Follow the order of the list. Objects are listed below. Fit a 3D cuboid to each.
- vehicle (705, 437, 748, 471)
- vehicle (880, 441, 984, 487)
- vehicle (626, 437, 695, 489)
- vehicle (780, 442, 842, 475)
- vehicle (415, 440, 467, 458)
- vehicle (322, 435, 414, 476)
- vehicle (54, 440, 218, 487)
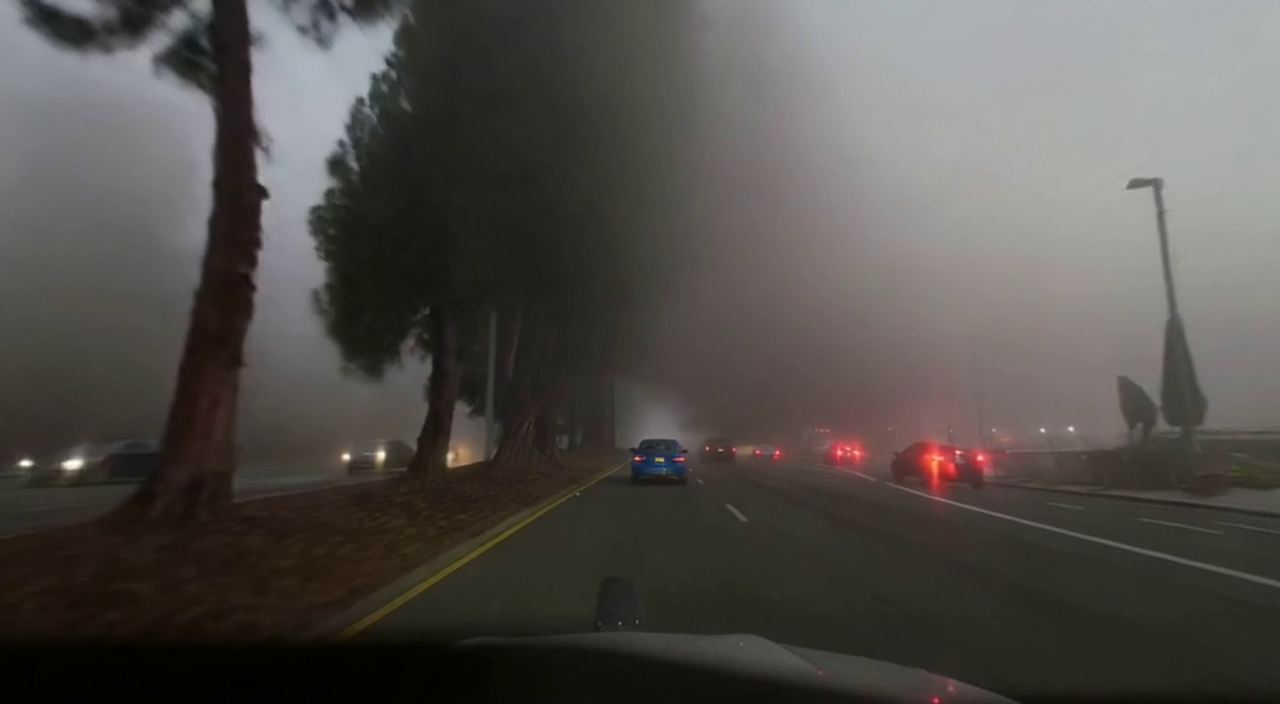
[{"bbox_3d":[4.872,5.787,35.947,1.976,1.796,4.159,0,-9,2],"label":"vehicle"},{"bbox_3d":[11.935,4.592,26.193,2.106,1.719,4.830,0,-9,2],"label":"vehicle"},{"bbox_3d":[0.690,3.786,21.876,2.145,1.603,4.369,0,-9,1],"label":"vehicle"},{"bbox_3d":[8.271,5.189,30.866,1.928,1.488,4.361,0,-9,1],"label":"vehicle"},{"bbox_3d":[-13.109,6.411,41.720,1.890,1.132,4.497,1,-8,2],"label":"vehicle"},{"bbox_3d":[-10.835,4.152,25.460,1.938,1.502,4.209,0,-9,-2],"label":"vehicle"},{"bbox_3d":[-17.243,3.812,21.923,1.874,1.441,4.625,0,-9,0],"label":"vehicle"}]
